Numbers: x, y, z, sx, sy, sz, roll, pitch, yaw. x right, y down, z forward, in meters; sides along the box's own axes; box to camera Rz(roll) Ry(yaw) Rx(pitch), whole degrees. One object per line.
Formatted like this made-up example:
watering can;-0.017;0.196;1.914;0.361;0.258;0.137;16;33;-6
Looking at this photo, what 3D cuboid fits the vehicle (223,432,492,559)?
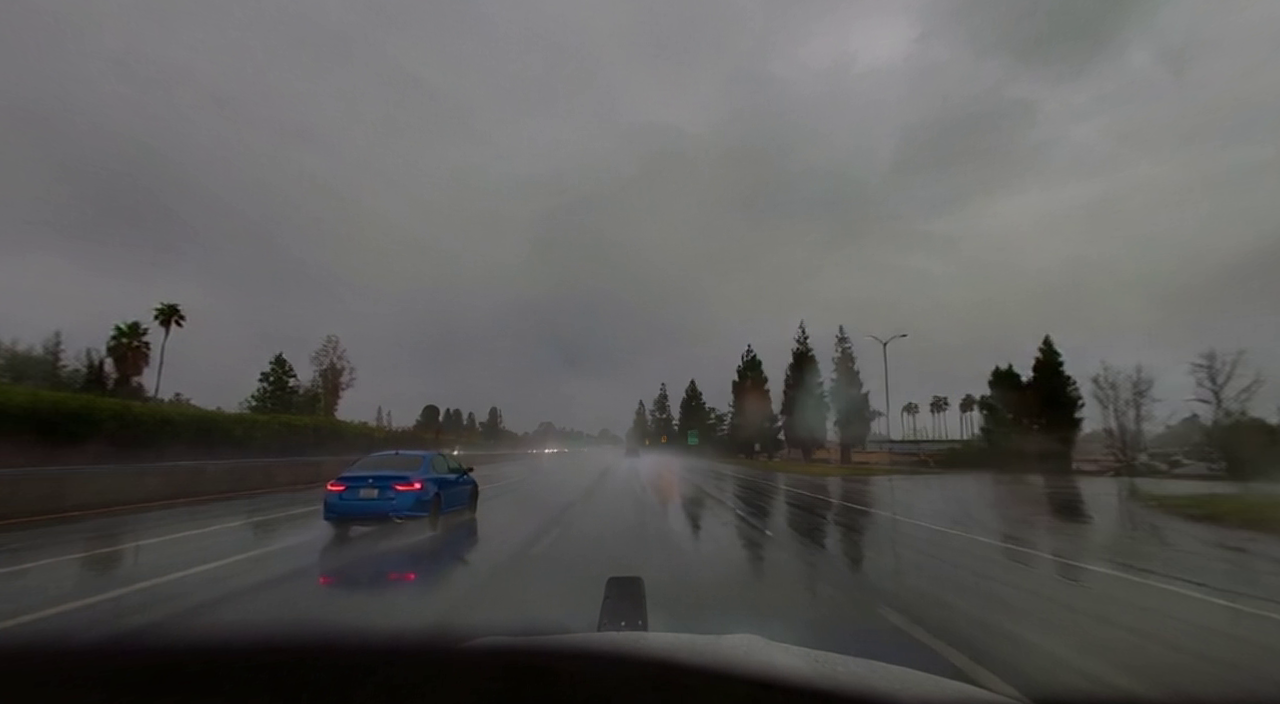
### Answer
vehicle;-4.099;2.144;10.273;2.092;1.562;4.748;0;-8;2
